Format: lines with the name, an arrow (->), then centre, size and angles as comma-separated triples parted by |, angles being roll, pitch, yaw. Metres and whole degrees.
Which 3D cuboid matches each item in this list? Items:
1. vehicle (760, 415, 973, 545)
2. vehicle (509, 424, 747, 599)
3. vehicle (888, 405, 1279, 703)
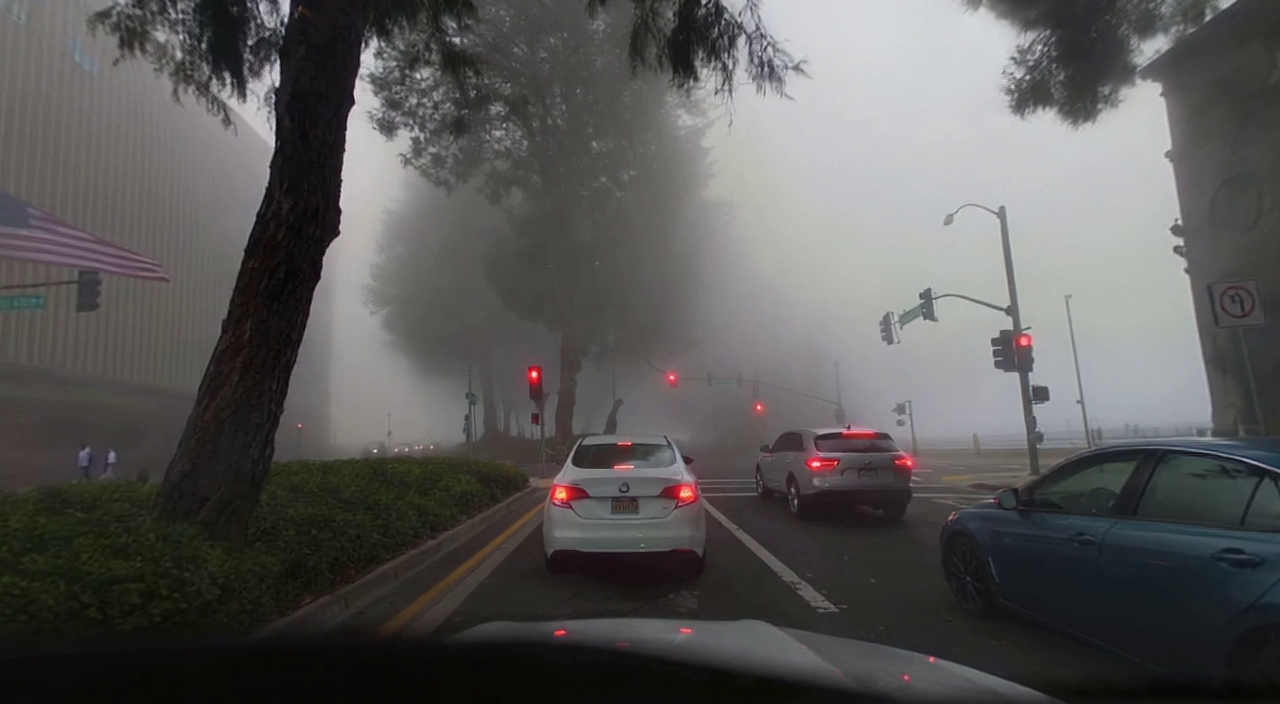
vehicle -> 3.514, 2.081, 10.949 | 1.978, 1.738, 4.599 | 0, -8, 0
vehicle -> -0.109, 1.693, 7.529 | 2.096, 1.521, 3.747 | 0, -8, 0
vehicle -> 3.376, 1.173, 3.996 | 1.833, 1.465, 4.258 | 0, -8, -1
